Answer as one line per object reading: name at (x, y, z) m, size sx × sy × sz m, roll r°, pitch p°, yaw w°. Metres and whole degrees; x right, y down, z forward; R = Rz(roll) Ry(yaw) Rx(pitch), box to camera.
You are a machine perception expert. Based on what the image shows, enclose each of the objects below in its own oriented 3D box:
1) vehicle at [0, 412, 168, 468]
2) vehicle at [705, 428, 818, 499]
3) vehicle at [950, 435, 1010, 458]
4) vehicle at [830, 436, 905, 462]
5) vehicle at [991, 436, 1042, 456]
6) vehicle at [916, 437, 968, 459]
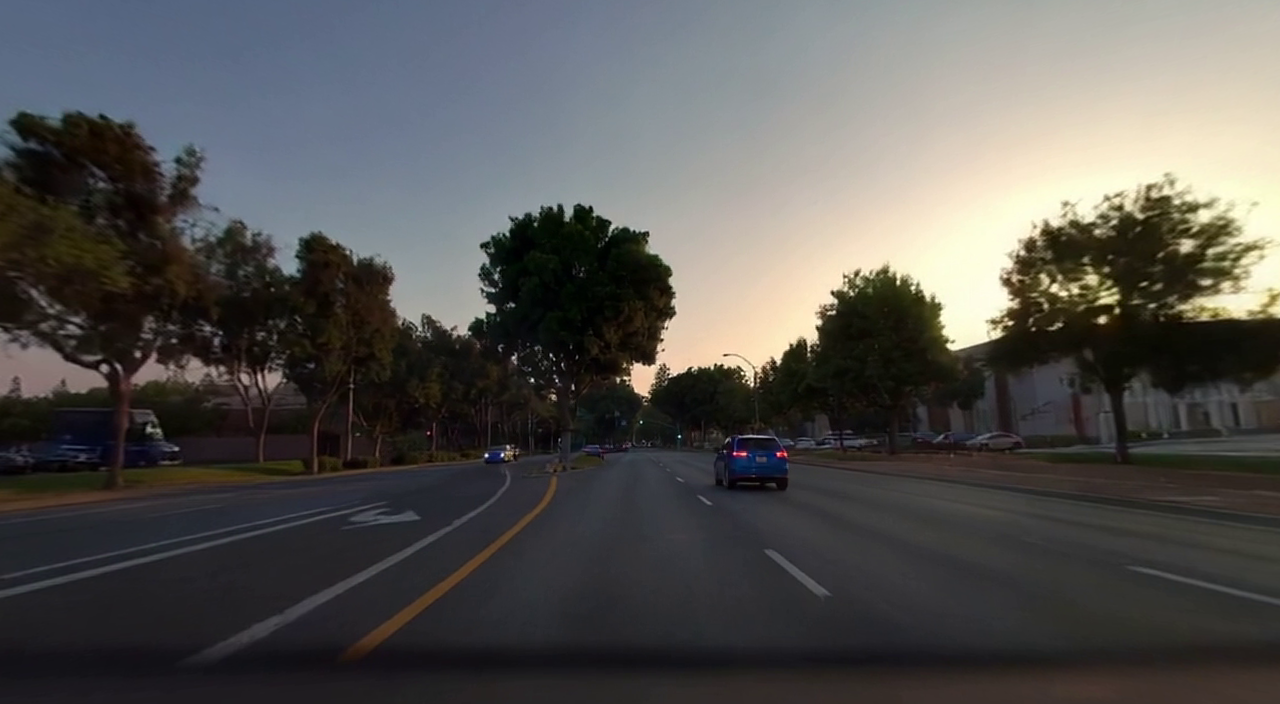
vehicle at (-33.590, 5.327, 38.318) m, size 7.388 × 3.256 × 2.750 m, roll 0°, pitch -8°, yaw -2°
vehicle at (3.126, 2.978, 17.254) m, size 2.060 × 1.665 × 4.284 m, roll 0°, pitch -8°, yaw -2°
vehicle at (23.296, 6.487, 43.504) m, size 1.815 × 1.517 × 3.962 m, roll 0°, pitch -8°, yaw -2°
vehicle at (17.274, 7.342, 47.974) m, size 4.814 × 1.682 × 2.128 m, roll -1°, pitch -8°, yaw -10°
vehicle at (25.824, 6.470, 43.426) m, size 1.446 × 1.342 × 3.291 m, roll 0°, pitch -8°, yaw 0°
vehicle at (20.581, 6.505, 43.218) m, size 1.553 × 1.382 × 4.105 m, roll -1°, pitch -7°, yaw 0°
